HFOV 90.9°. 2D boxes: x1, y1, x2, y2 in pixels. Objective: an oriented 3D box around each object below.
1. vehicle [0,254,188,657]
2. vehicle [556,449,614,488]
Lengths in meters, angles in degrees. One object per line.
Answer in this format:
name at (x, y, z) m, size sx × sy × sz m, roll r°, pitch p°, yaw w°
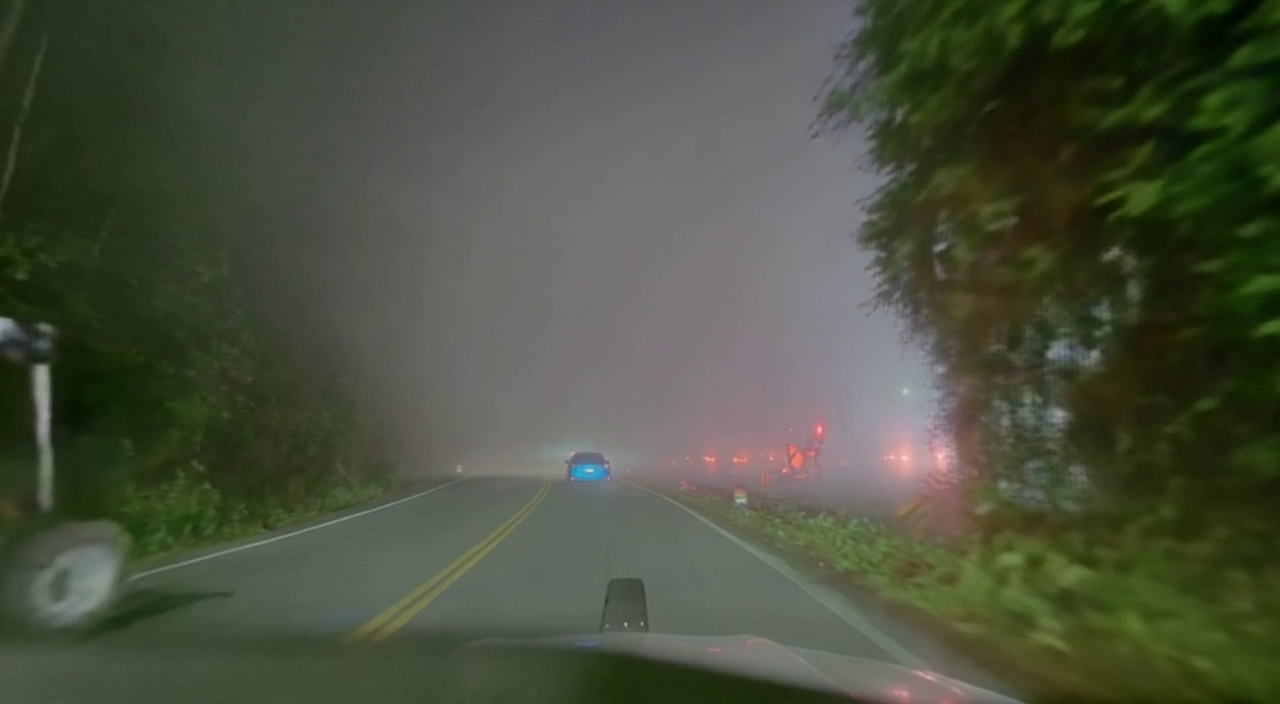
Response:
vehicle at (-5.316, 0.594, 3.570) m, size 2.257 × 2.597 × 4.069 m, roll 0°, pitch -8°, yaw 2°
vehicle at (-2.470, 4.966, 27.264) m, size 2.259 × 1.503 × 4.075 m, roll 1°, pitch -9°, yaw -8°
